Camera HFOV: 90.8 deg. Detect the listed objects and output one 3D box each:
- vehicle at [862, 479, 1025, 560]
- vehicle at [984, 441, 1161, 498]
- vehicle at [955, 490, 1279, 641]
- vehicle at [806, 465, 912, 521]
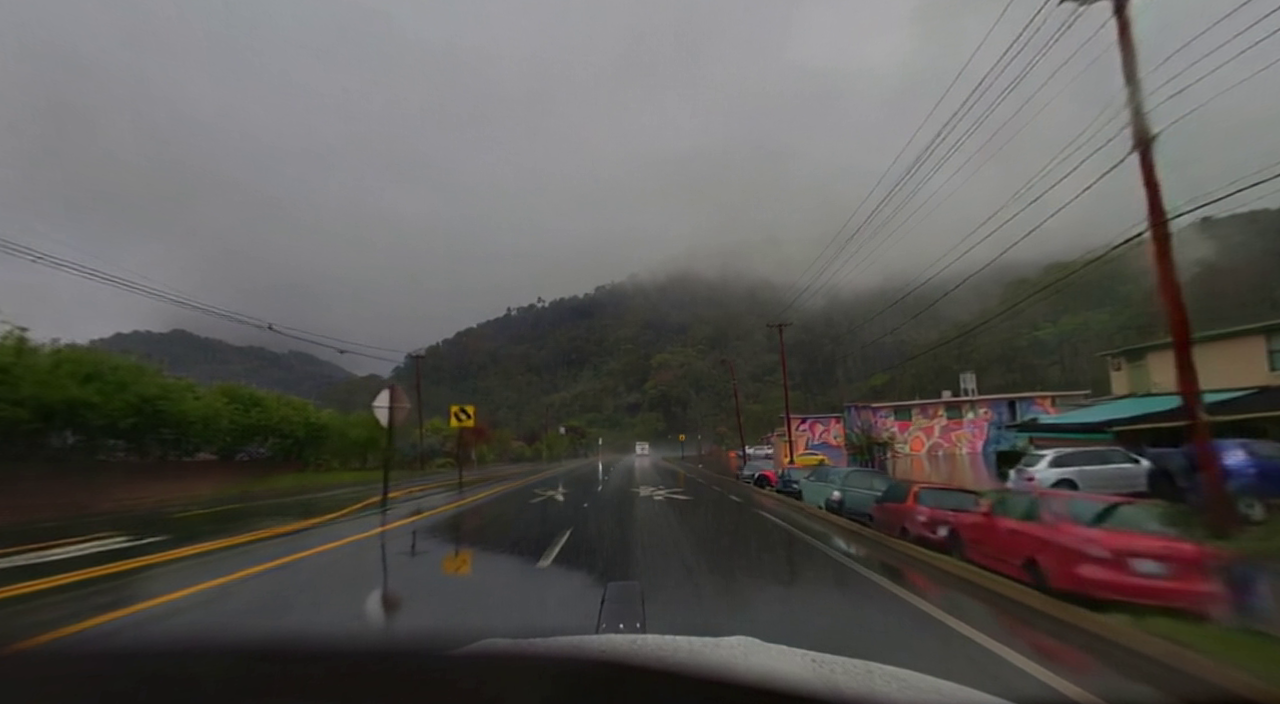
[{"bbox_3d":[6.883,3.818,14.881,1.797,1.401,4.088,0,-8,0],"label":"vehicle"},{"bbox_3d":[15.263,4.148,22.500,4.798,1.934,1.908,0,-8,0],"label":"vehicle"},{"bbox_3d":[6.673,2.959,9.514,1.781,1.432,4.169,0,-9,2],"label":"vehicle"},{"bbox_3d":[6.901,4.463,20.418,1.838,1.475,4.152,0,-9,-2],"label":"vehicle"}]
